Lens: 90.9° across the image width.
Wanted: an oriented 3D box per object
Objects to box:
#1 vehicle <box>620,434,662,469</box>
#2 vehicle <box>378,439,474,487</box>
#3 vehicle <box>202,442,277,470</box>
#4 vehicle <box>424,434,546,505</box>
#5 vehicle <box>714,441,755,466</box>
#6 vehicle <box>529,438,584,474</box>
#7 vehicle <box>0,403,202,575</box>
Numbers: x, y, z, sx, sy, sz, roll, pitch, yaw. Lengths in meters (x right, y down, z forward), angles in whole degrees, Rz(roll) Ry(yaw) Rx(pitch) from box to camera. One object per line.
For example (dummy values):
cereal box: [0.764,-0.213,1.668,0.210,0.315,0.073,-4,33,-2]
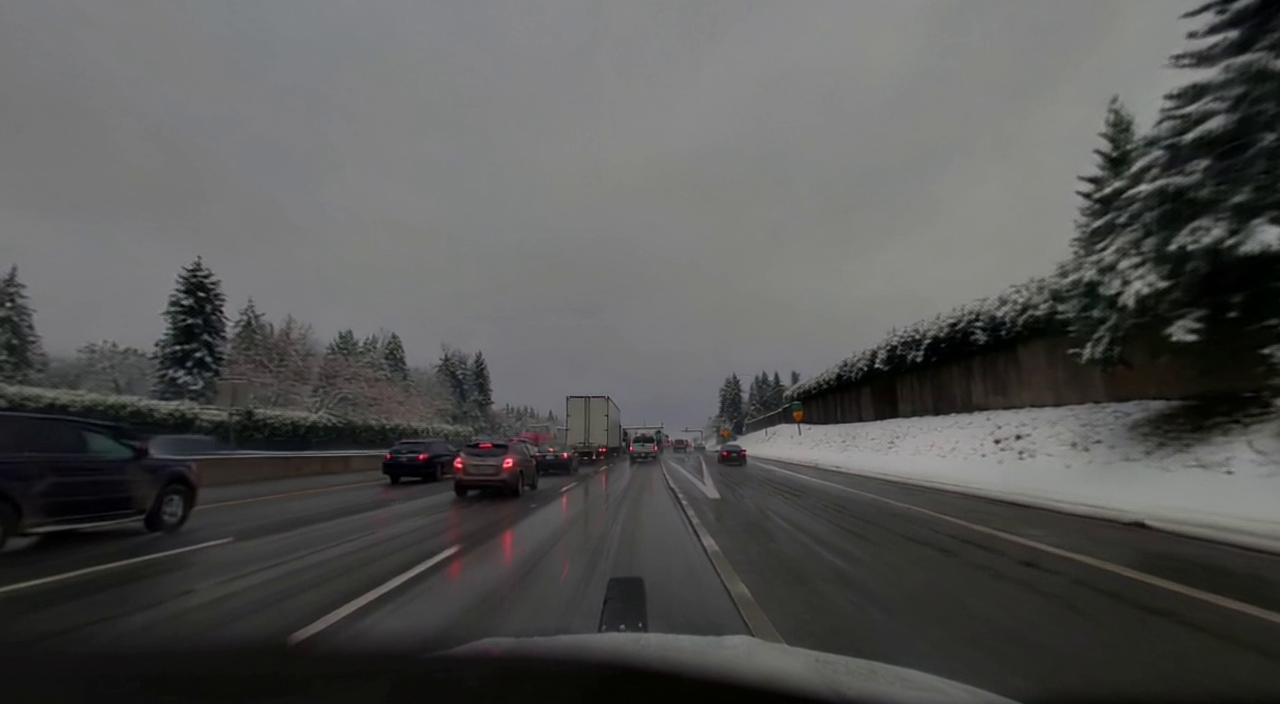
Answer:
vehicle: [0.078,5.744,36.513,2.325,1.864,4.128,0,-8,1]
vehicle: [-7.592,3.966,22.823,1.967,1.555,4.161,0,-8,1]
vehicle: [-24.723,6.418,39.137,2.122,1.602,3.796,0,-8,0]
vehicle: [-3.811,2.964,16.422,1.866,1.568,4.603,0,-8,2]
vehicle: [5.939,6.427,40.047,2.176,1.493,3.955,-1,-8,4]
vehicle: [-4.045,5.123,31.232,2.124,1.627,3.863,0,-8,1]
vehicle: [-7.733,1.556,7.398,2.011,1.789,4.352,0,-8,0]
